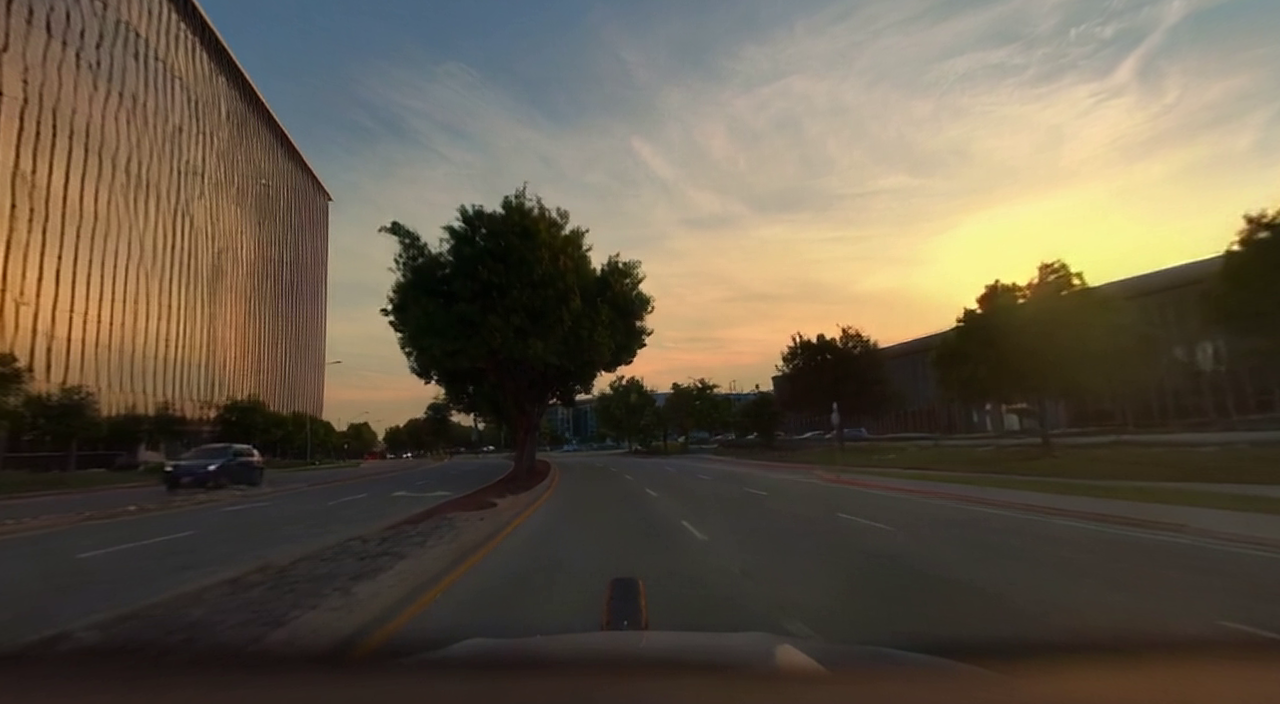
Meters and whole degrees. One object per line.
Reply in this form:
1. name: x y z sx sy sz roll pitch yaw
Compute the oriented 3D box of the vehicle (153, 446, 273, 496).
1. vehicle: -17.037 4.716 25.485 2.091 1.809 4.550 1 -9 -7
